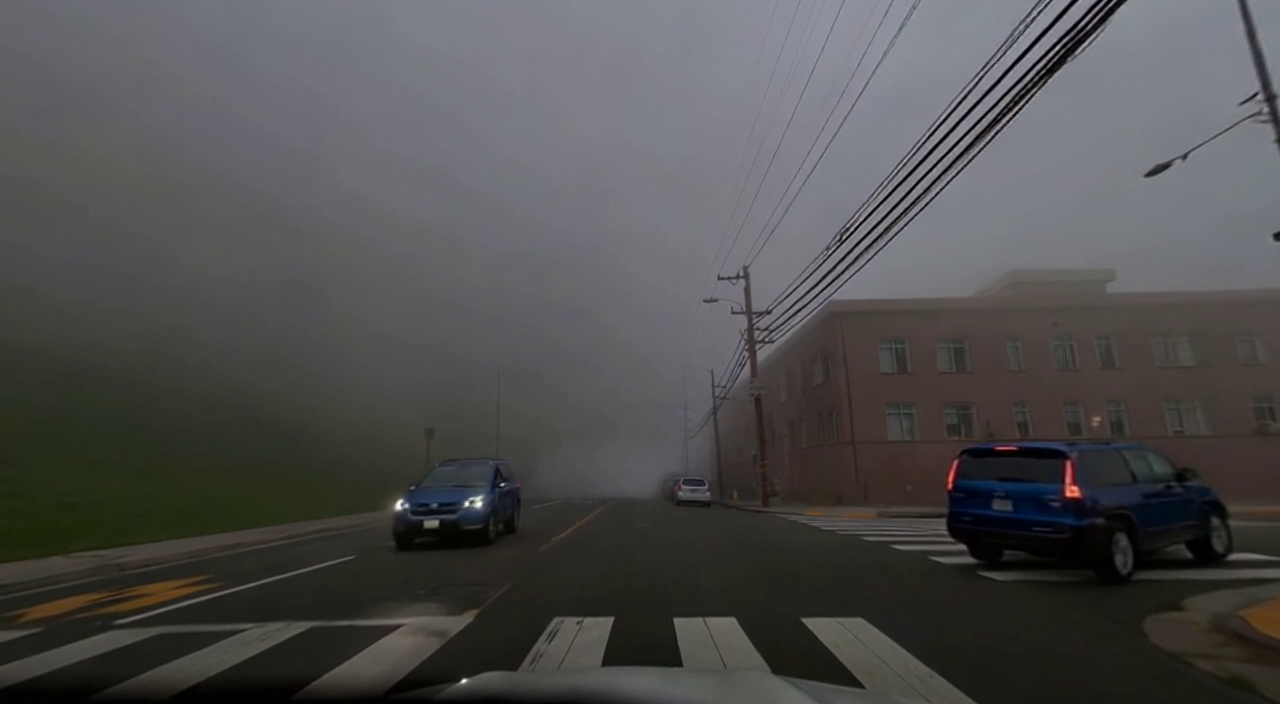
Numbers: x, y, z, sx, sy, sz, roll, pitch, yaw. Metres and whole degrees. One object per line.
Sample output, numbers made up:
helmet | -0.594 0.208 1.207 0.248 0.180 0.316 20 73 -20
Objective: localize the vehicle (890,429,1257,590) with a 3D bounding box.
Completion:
vehicle | 6.349 2.072 9.252 4.872 1.789 2.214 4 -9 -27

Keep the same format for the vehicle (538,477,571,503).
vehicle | -6.632 10.710 49.370 1.913 1.682 4.365 0 -8 0

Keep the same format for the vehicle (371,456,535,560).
vehicle | -3.334 2.828 12.182 1.911 1.563 4.057 0 -8 0

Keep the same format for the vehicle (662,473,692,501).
vehicle | 2.817 10.374 48.771 1.953 1.774 5.008 0 -8 -1
